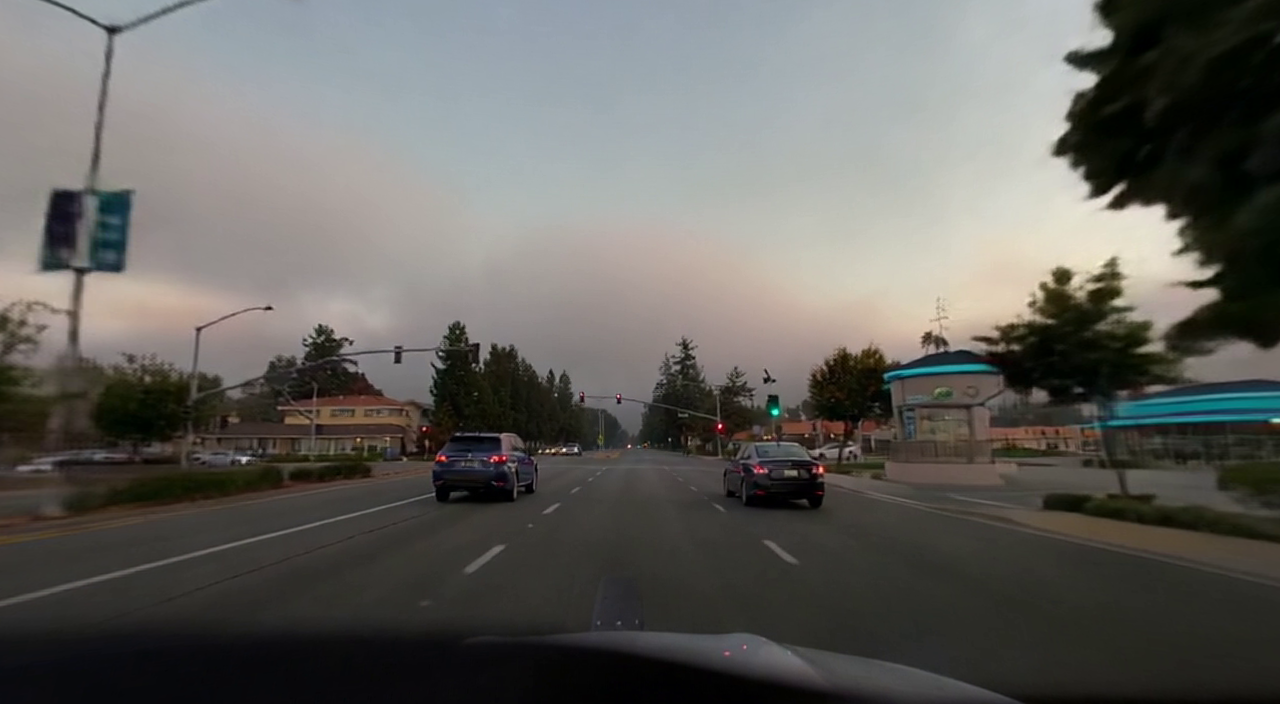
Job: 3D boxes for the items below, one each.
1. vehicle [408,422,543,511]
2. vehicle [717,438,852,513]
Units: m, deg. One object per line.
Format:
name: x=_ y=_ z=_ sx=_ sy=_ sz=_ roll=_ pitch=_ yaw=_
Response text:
vehicle: x=-3.735 y=2.690 z=15.321 sx=1.997 sy=1.806 sz=4.500 roll=0 pitch=-8 yaw=1
vehicle: x=3.222 y=2.859 z=15.208 sx=1.975 sy=1.502 sz=4.787 roll=0 pitch=-8 yaw=-2
